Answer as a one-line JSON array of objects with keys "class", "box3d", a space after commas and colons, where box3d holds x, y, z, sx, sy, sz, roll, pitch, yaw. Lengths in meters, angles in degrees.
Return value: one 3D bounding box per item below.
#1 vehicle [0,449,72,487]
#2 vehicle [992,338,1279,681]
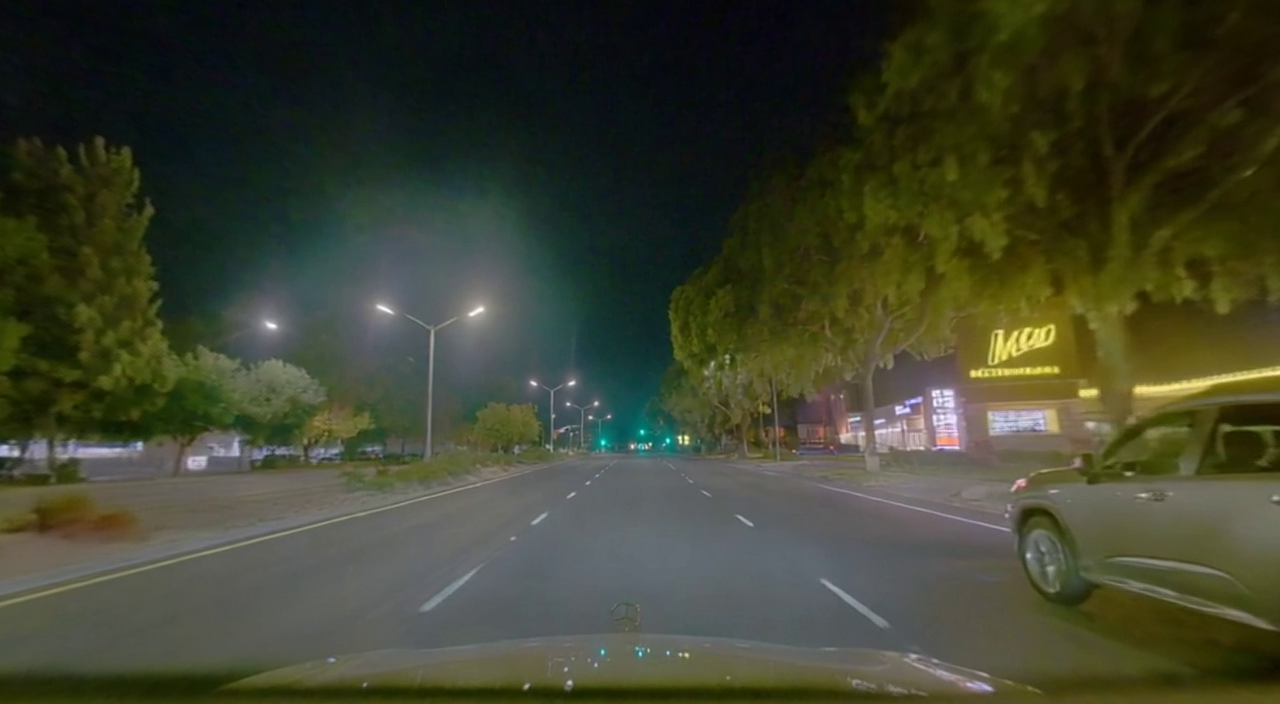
[{"class": "vehicle", "box3d": [-29.313, 5.494, 30.343, 1.814, 1.653, 4.409, 4, -9, -27]}, {"class": "vehicle", "box3d": [4.782, 0.949, 3.910, 2.185, 1.956, 5.128, 0, -8, 0]}]
